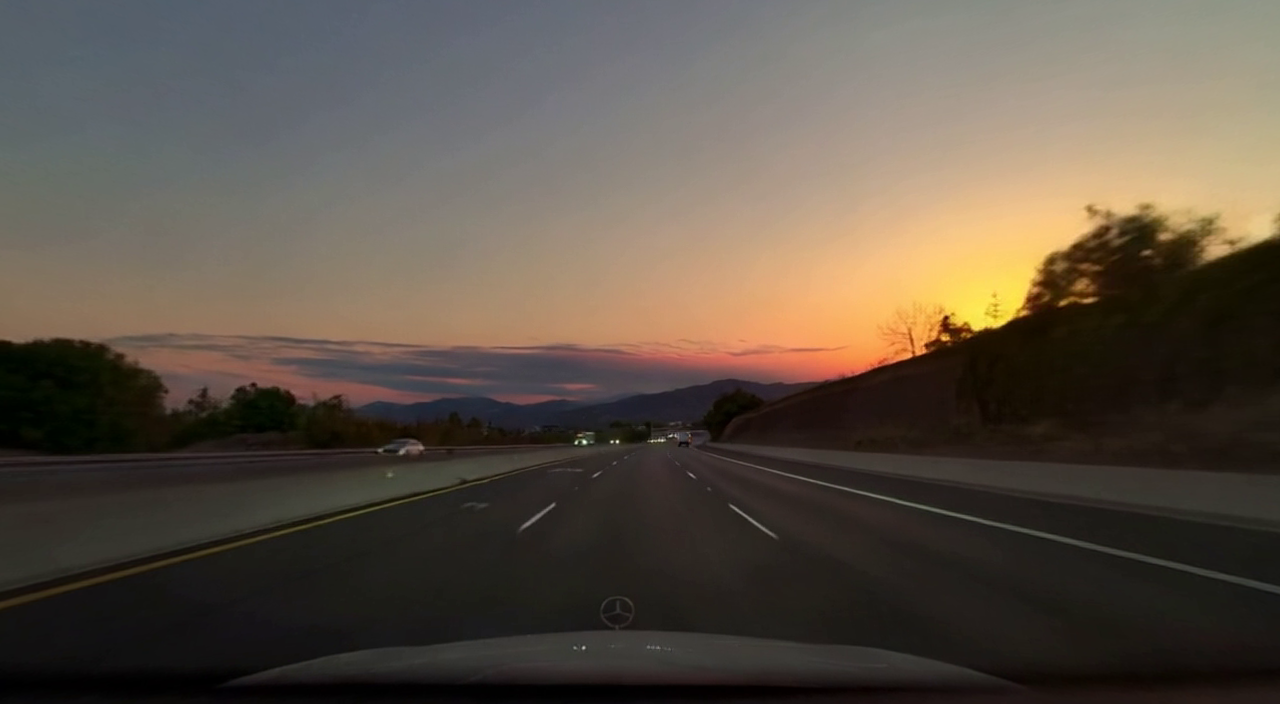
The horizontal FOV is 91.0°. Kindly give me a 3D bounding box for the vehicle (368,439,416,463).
[{"bbox_3d":[-19.322,7.700,49.209,1.910,1.779,4.264,-1,-8,1],"label":"vehicle"}]
